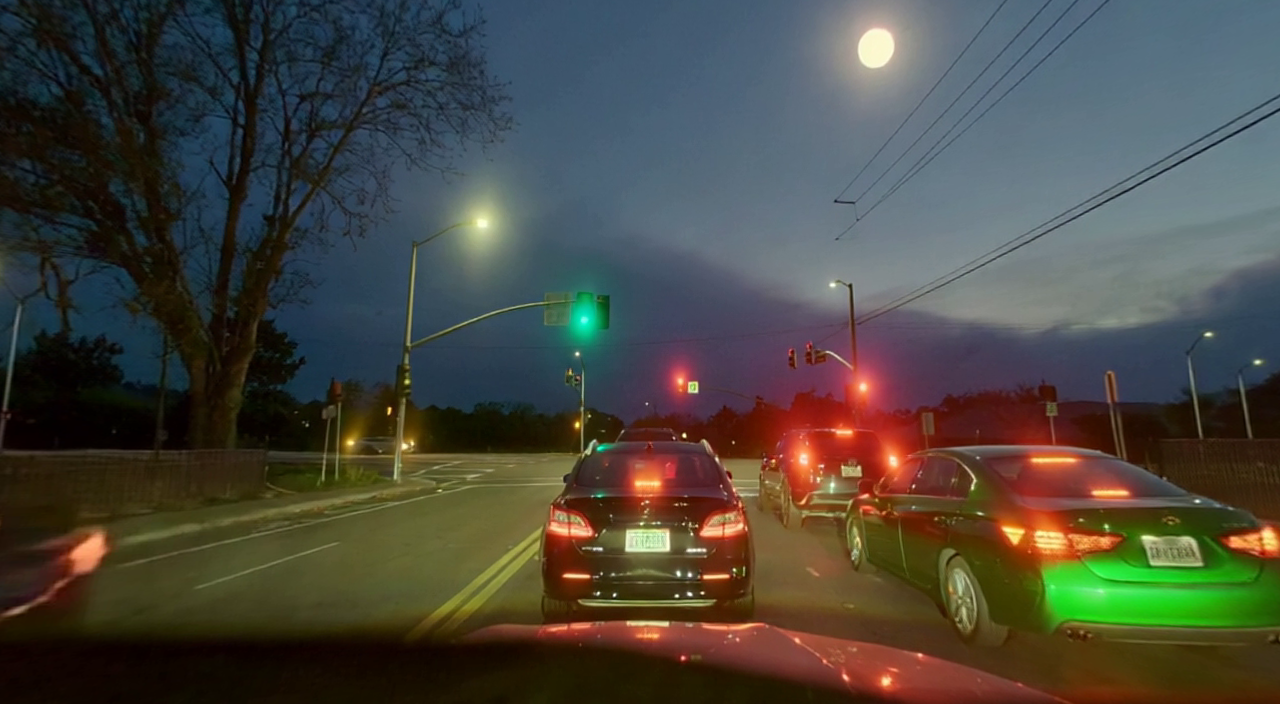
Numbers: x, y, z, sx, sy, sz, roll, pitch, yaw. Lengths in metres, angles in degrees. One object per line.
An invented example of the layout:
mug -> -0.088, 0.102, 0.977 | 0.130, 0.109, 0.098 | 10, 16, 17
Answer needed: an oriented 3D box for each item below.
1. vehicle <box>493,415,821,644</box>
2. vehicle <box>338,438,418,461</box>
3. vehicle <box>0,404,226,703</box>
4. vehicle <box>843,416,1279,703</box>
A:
vehicle -> 0.085, 1.502, 6.433 | 2.170, 1.497, 4.369 | 0, -8, -1
vehicle -> -17.214, 6.409, 41.472 | 4.406, 1.458, 1.892 | -1, -8, 7
vehicle -> -3.279, 0.774, 1.250 | 1.959, 1.456, 4.488 | 0, -8, -2
vehicle -> 3.090, 1.240, 4.142 | 2.027, 1.432, 4.431 | 0, -8, 0
